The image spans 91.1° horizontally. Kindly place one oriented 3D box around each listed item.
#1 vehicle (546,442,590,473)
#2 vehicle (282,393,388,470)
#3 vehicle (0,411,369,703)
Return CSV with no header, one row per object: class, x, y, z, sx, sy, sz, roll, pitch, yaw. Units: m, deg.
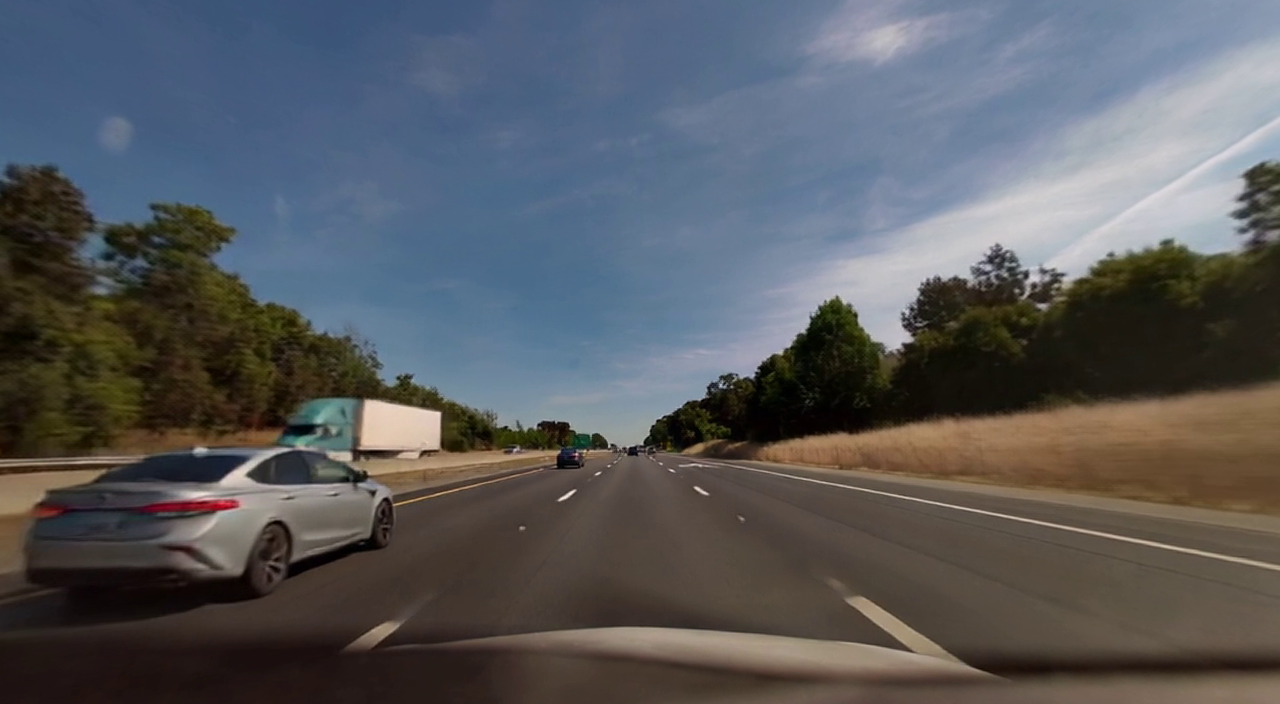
vehicle,-4.240,6.329,37.797,2.111,1.717,4.426,-1,-9,0
vehicle,-17.299,4.650,36.224,3.124,4.000,5.845,0,-9,-1
vehicle,-4.150,1.353,5.008,2.018,1.497,4.399,-1,-9,0
